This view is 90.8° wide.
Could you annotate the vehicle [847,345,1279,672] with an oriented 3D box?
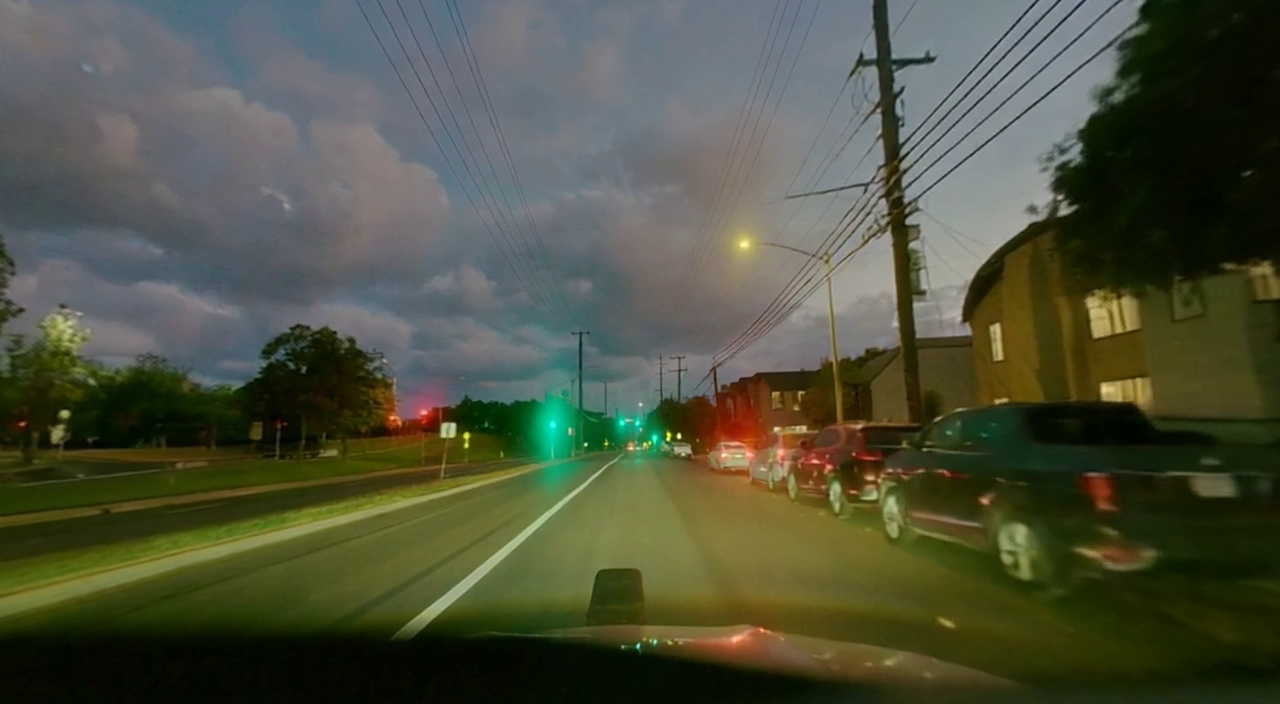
[{"bbox_3d":[4.016,1.279,6.319,2.056,1.941,4.955,0,-8,-2],"label":"vehicle"}]
